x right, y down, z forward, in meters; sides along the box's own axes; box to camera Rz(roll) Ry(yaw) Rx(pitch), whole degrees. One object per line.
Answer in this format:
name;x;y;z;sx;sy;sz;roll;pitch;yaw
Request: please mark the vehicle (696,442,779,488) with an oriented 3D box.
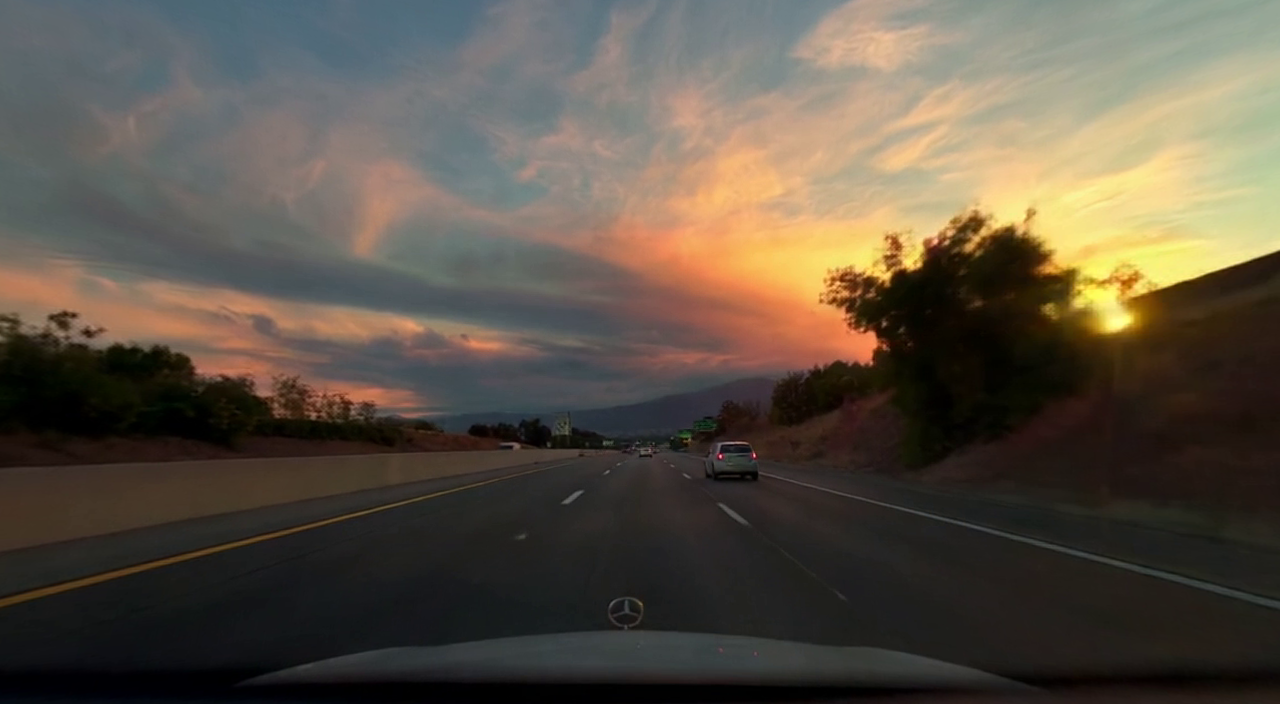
vehicle;3.365;4.005;22.701;2.193;1.462;4.533;0;-8;-1
